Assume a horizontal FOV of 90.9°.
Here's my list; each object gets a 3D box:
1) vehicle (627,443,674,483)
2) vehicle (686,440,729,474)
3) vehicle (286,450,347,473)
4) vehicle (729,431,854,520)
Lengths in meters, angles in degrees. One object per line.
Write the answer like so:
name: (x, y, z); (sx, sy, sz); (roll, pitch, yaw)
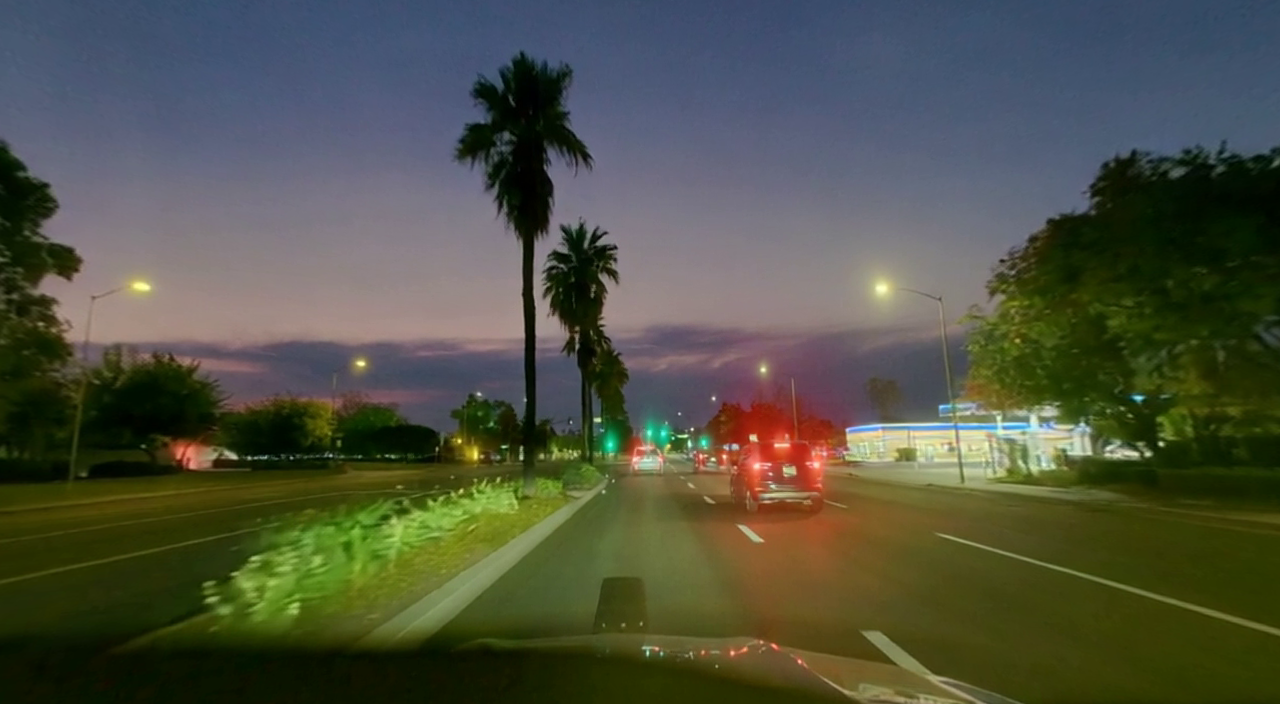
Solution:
vehicle: (0.449, 4.984, 28.569); (1.991, 1.664, 3.814); (0, -8, 0)
vehicle: (4.193, 6.580, 39.858); (2.154, 1.975, 4.634); (0, -8, 0)
vehicle: (-24.995, 8.435, 48.741); (3.782, 1.699, 1.867); (7, -11, -43)
vehicle: (3.293, 2.747, 14.538); (1.872, 1.752, 3.896); (0, -8, 0)
